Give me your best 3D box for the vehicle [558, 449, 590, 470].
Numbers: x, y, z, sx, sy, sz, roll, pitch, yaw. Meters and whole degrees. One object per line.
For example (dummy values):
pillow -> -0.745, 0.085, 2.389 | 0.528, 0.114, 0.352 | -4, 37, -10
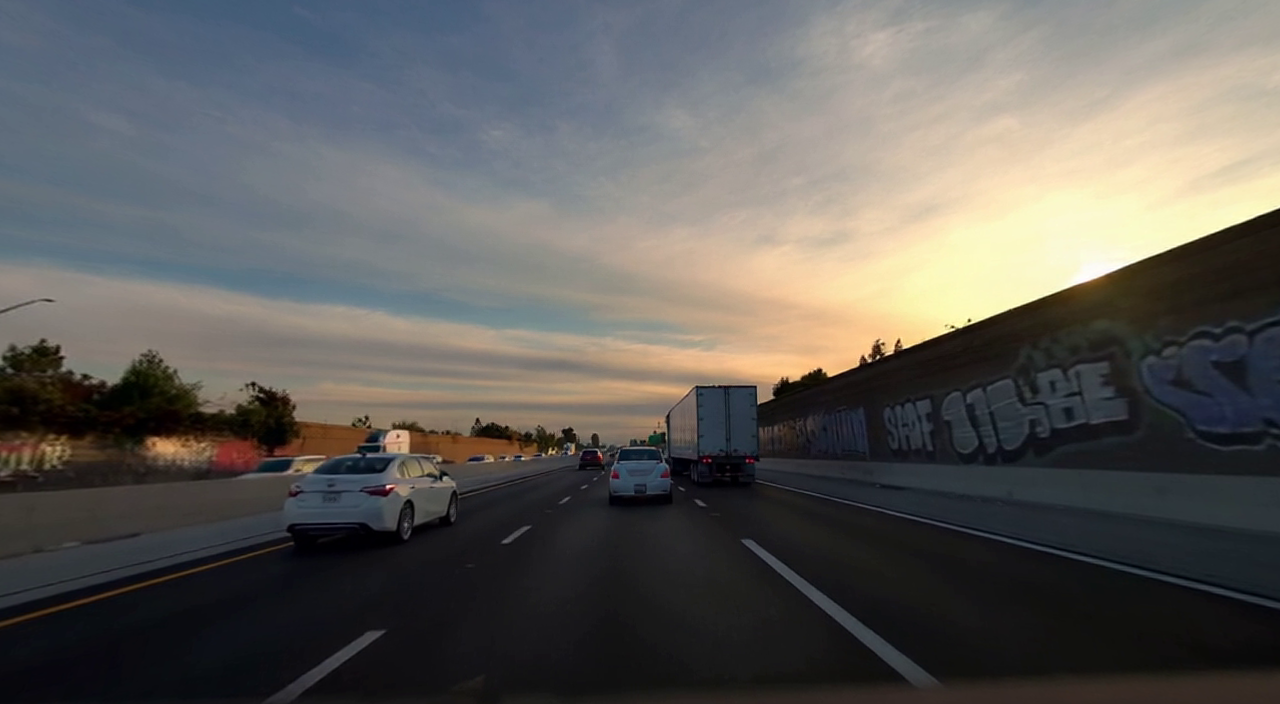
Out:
vehicle -> -5.043, 8.277, 48.418 | 2.067, 1.481, 4.085 | 0, -9, 0

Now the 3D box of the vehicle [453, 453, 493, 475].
vehicle -> -12.211, 8.208, 46.188 | 1.768, 1.443, 4.425 | -1, -9, 0

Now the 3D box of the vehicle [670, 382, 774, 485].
vehicle -> 3.557, 4.280, 31.991 | 2.902, 4.014, 14.446 | 0, -9, -2

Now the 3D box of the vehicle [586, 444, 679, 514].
vehicle -> -0.225, 3.073, 15.736 | 2.033, 1.468, 4.015 | 0, -9, -2

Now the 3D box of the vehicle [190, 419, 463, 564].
vehicle -> -4.530, 2.075, 10.152 | 1.988, 1.750, 4.711 | 0, -9, 0
